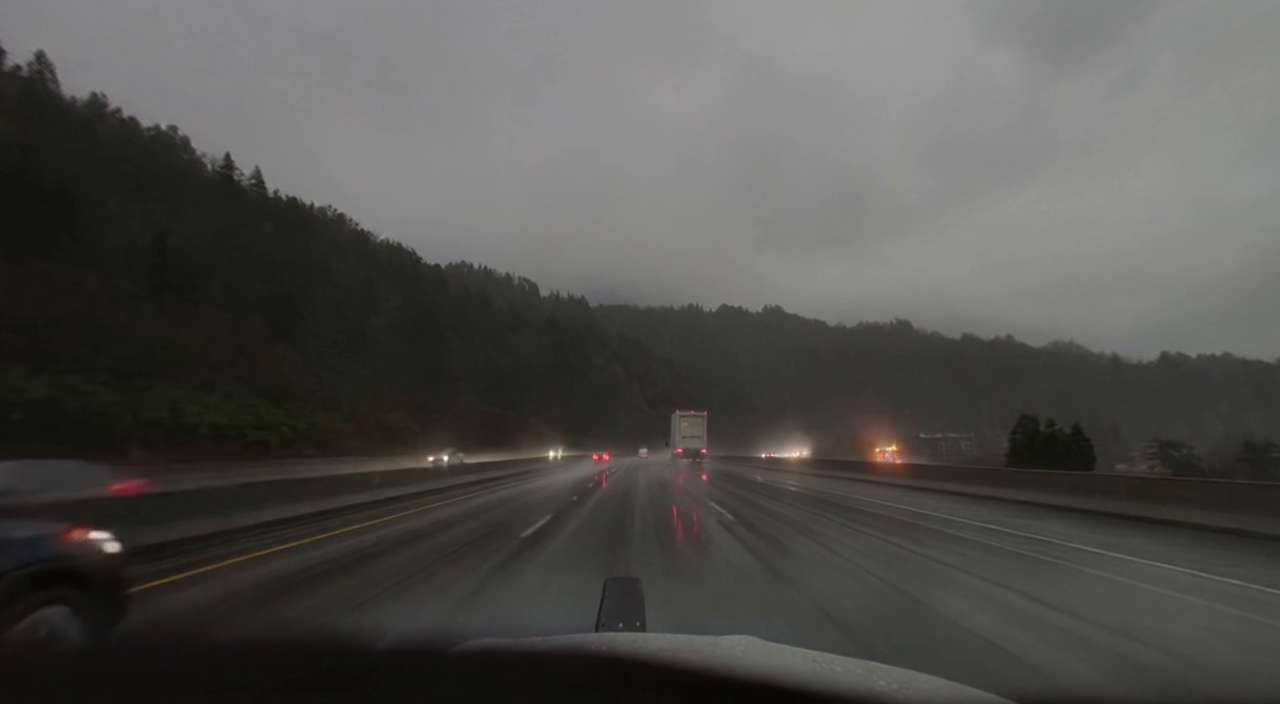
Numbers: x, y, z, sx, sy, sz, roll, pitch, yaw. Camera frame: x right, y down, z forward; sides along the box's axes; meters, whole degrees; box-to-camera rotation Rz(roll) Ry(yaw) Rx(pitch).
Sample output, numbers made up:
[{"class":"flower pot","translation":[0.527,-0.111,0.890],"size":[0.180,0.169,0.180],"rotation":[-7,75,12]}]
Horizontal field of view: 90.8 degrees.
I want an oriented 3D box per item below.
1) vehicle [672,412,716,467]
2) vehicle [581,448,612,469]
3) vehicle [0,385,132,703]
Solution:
[{"class":"vehicle","translation":[4.111,6.891,49.415],"size":[2.904,4.001,5.861],"rotation":[0,-9,-1]},{"class":"vehicle","translation":[-3.345,8.196,48.890],"size":[2.091,1.522,4.301],"rotation":[0,-9,0]},{"class":"vehicle","translation":[-3.472,0.683,0.985],"size":[1.944,1.548,4.051],"rotation":[0,-9,0]}]
